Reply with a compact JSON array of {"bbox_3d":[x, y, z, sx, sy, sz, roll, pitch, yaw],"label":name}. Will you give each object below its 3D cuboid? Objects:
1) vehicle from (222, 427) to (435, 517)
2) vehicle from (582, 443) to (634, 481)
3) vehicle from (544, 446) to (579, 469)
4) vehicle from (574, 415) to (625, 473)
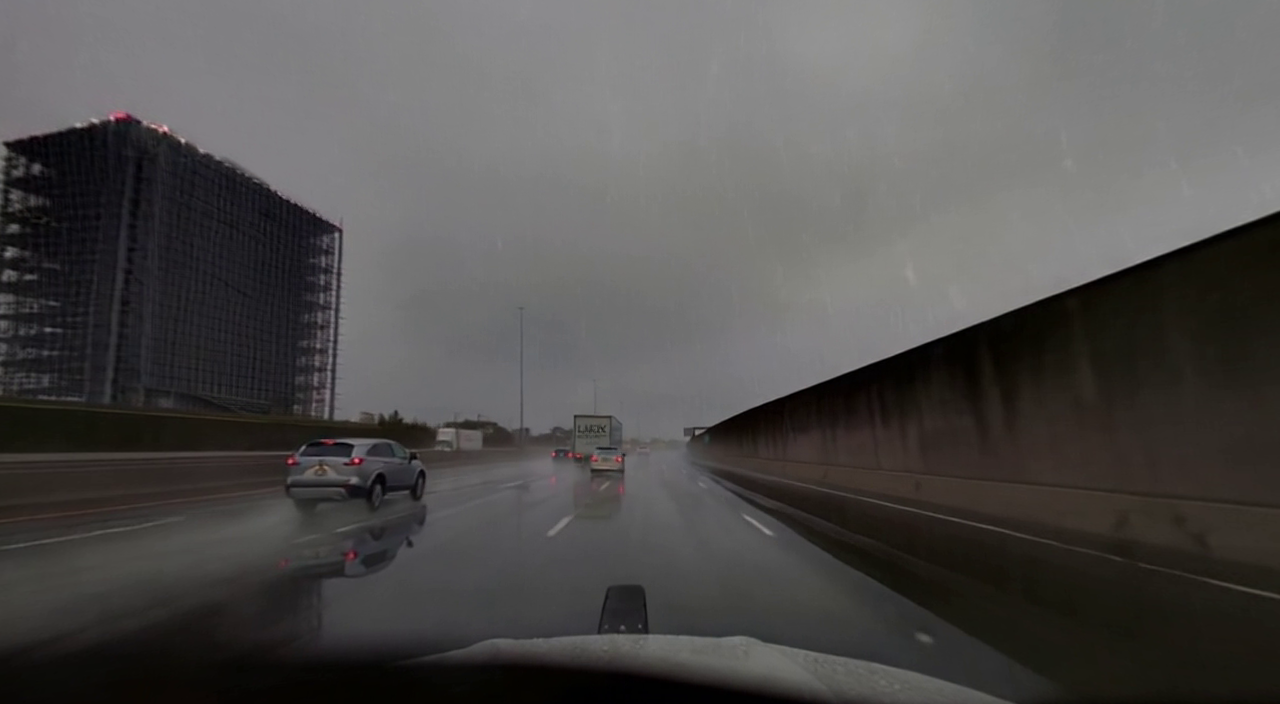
[{"bbox_3d":[-7.024,2.775,15.094,2.401,1.759,5.126,0,-9,1],"label":"vehicle"},{"bbox_3d":[-1.389,4.965,28.601,2.168,1.597,3.615,0,-9,-1],"label":"vehicle"},{"bbox_3d":[-6.073,8.255,49.524,2.124,1.674,4.541,0,-9,1],"label":"vehicle"},{"bbox_3d":[-2.544,6.198,42.404,2.794,3.460,8.595,0,-9,1],"label":"vehicle"}]
